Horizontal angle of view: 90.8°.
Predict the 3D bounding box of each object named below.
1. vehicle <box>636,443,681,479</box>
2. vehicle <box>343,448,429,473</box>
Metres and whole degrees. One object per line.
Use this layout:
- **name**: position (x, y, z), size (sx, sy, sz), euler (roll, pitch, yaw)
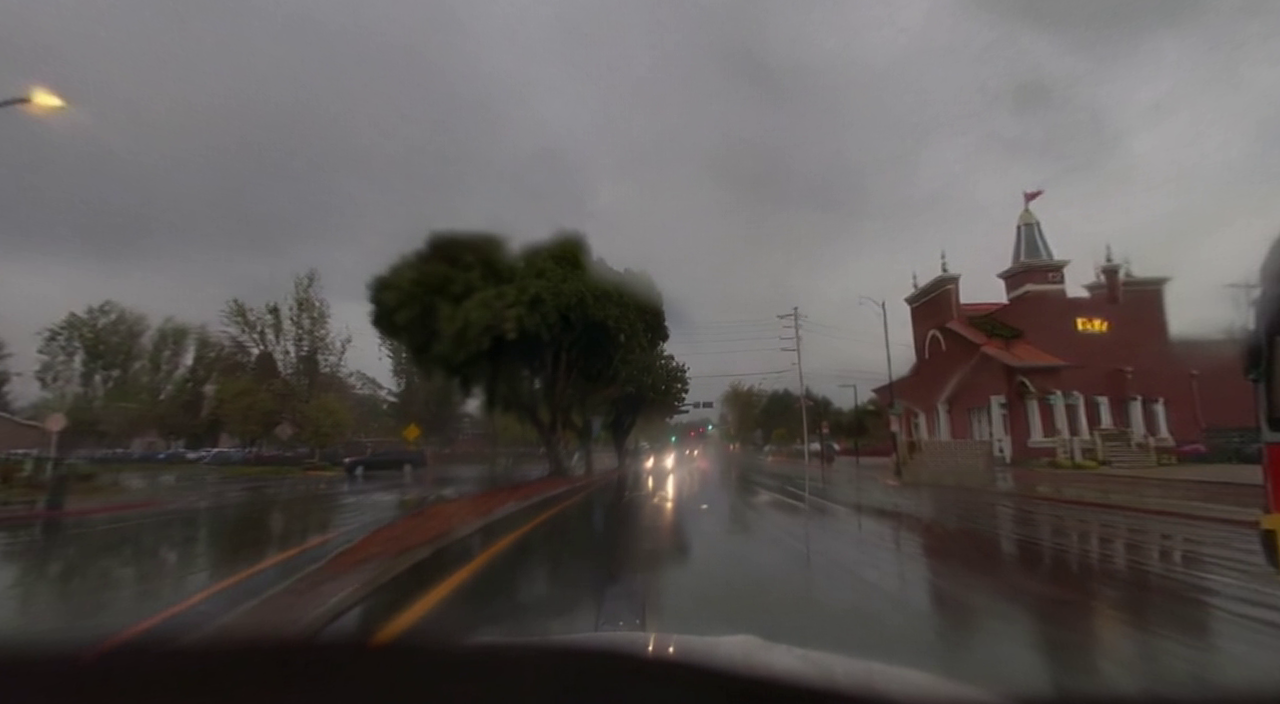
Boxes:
- **vehicle**: position (0.943, 5.247, 30.705), size (2.032, 1.621, 4.082), euler (0, -9, 3)
- **vehicle**: position (-15.784, 6.728, 39.400), size (4.430, 1.493, 2.210), euler (8, -12, -43)
